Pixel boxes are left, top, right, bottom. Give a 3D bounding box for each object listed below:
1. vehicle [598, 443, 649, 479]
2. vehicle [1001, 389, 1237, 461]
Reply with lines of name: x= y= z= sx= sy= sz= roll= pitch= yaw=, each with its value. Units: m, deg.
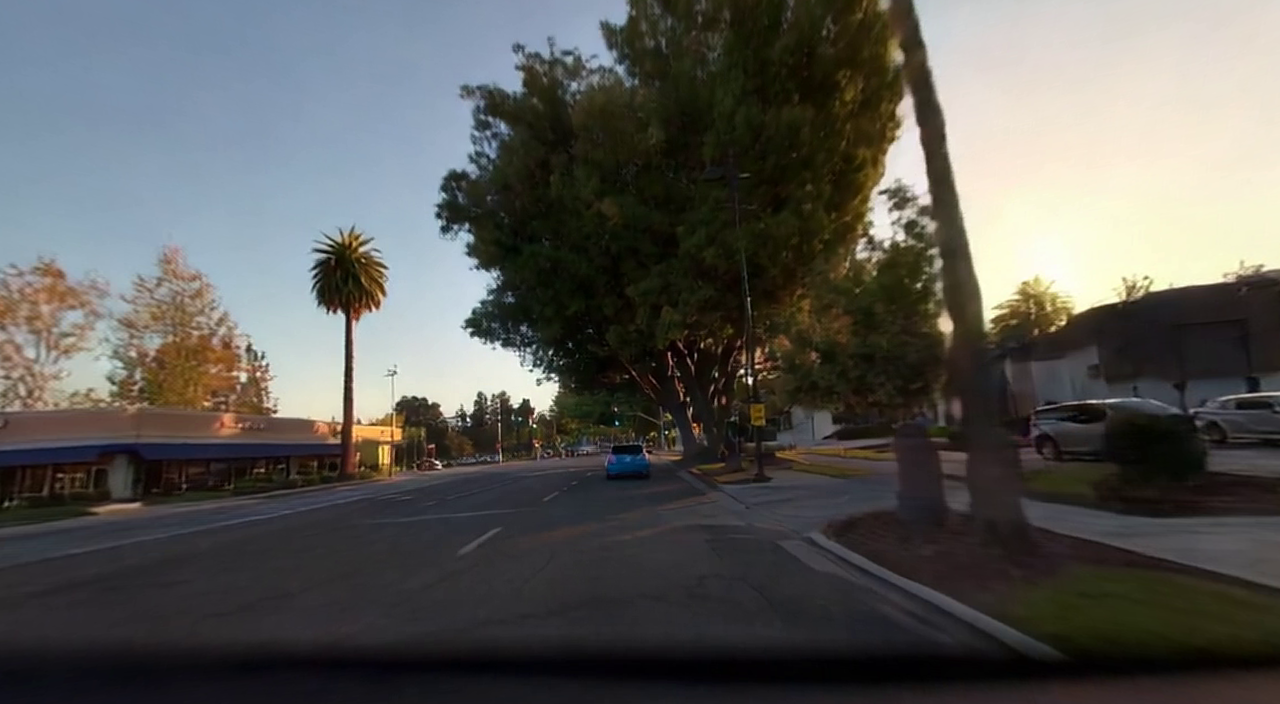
vehicle: x=-0.712 y=4.901 z=28.767 sx=2.156 sy=1.462 sz=4.495 roll=0 pitch=-8 yaw=-1
vehicle: x=12.622 y=2.035 z=17.027 sx=1.873 sy=1.657 sz=4.557 roll=5 pitch=-10 yaw=-30
